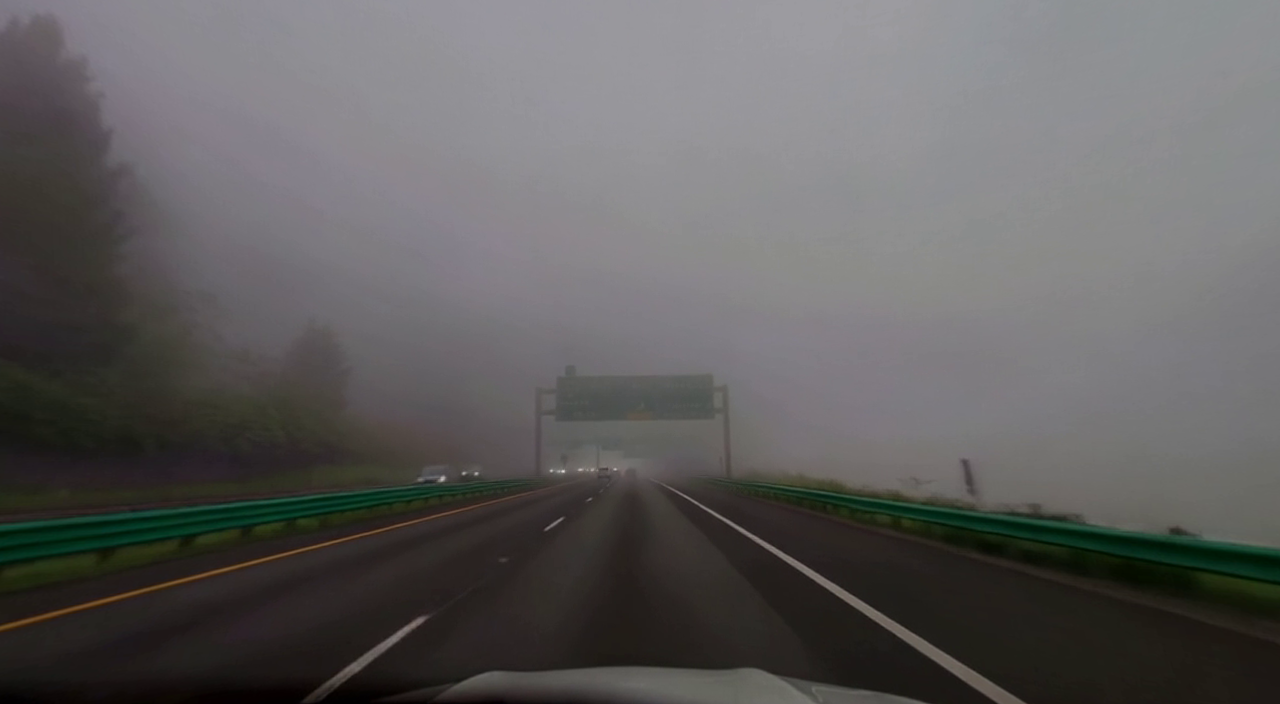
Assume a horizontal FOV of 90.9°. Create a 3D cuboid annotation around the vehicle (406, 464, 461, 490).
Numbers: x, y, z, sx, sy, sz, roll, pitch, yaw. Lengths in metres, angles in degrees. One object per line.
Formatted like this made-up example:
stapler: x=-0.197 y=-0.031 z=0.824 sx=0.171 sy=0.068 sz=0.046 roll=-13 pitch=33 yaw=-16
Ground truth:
vehicle: x=-12.863 y=7.820 z=39.468 sx=1.942 sy=1.462 sz=4.503 roll=1 pitch=-10 yaw=-1
